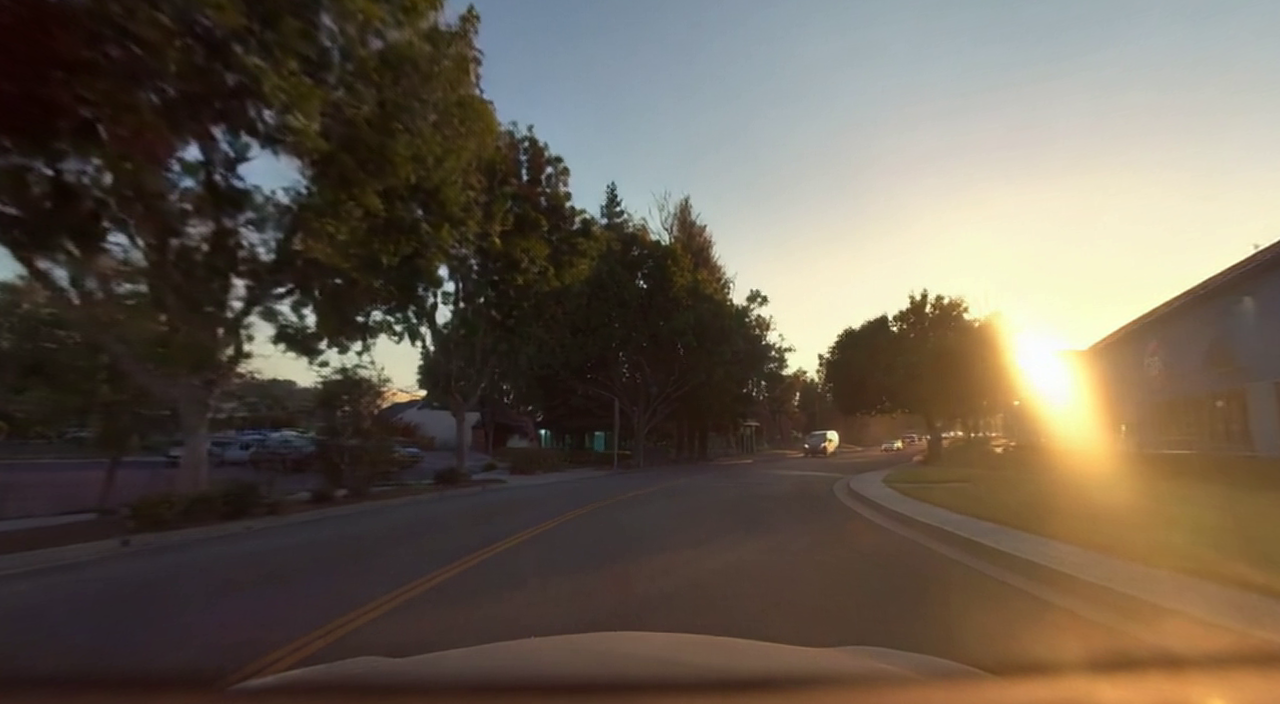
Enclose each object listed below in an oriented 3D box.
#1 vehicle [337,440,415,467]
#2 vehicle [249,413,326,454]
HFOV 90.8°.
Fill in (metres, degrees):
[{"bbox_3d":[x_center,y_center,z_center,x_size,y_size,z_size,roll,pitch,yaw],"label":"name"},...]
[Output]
[{"bbox_3d":[-17.580,6.764,42.262,4.410,1.689,1.974,1,-9,-9],"label":"vehicle"},{"bbox_3d":[-24.841,5.885,44.803,2.576,2.597,5.438,-1,-10,-4],"label":"vehicle"}]
